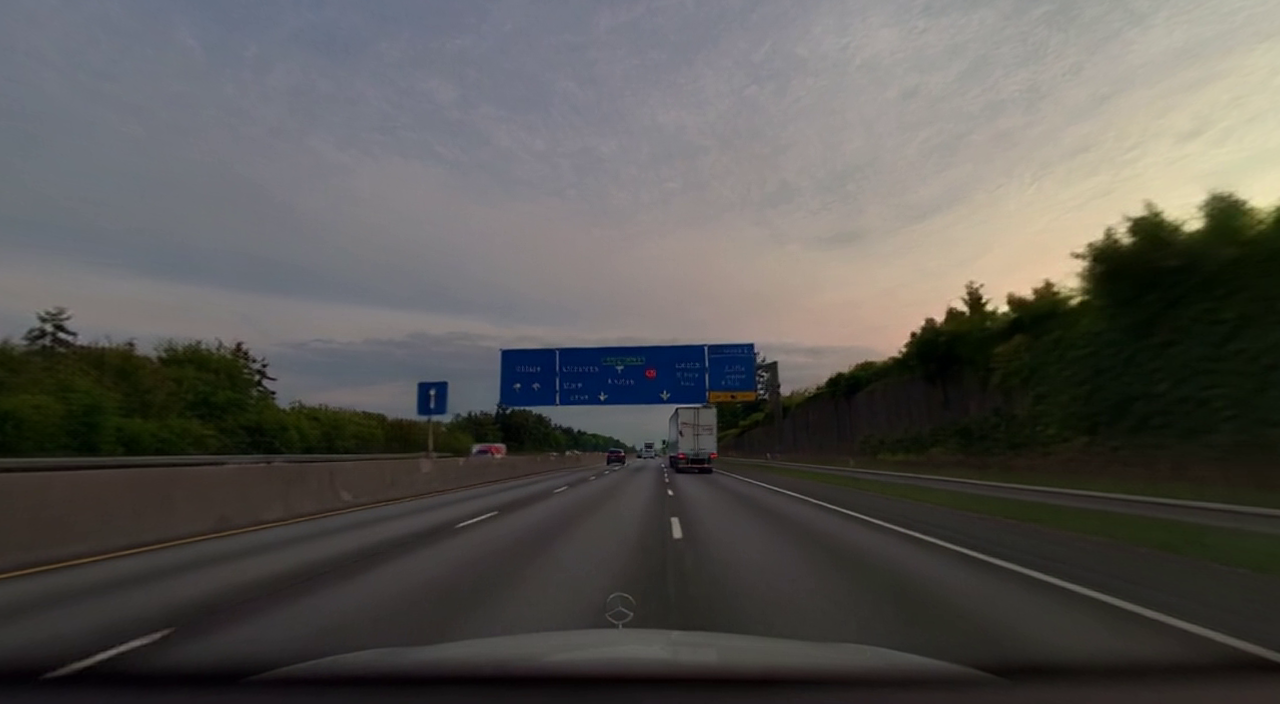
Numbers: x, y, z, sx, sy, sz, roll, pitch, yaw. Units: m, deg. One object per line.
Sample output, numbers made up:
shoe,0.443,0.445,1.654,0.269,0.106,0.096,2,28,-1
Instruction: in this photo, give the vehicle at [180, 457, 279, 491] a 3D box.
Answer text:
vehicle,-19.650,5.817,30.424,1.802,1.455,4.193,0,-9,2

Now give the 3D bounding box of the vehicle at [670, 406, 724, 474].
vehicle,3.720,6.359,44.651,2.901,4.032,14.338,0,-9,2
